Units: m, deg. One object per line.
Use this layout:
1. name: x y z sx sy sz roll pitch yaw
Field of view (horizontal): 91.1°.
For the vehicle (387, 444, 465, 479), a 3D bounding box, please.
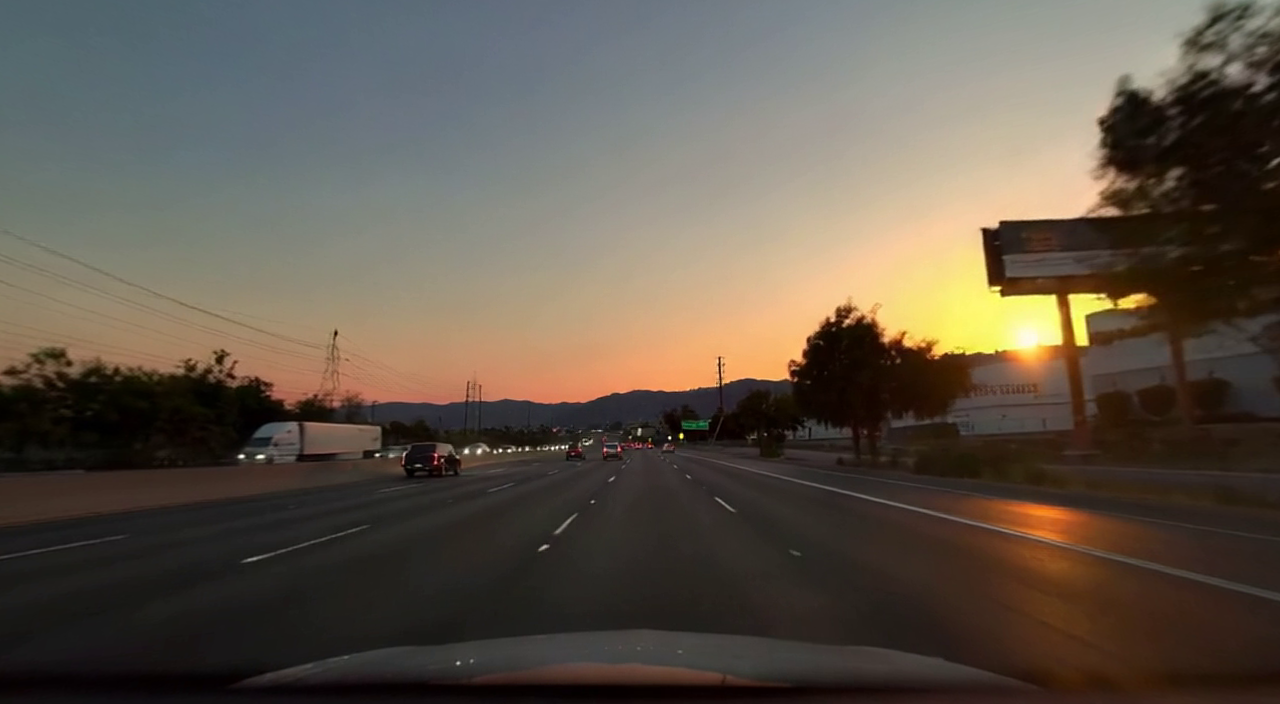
1. vehicle: -9.798 5.028 29.136 1.974 1.513 4.584 0 -9 0
